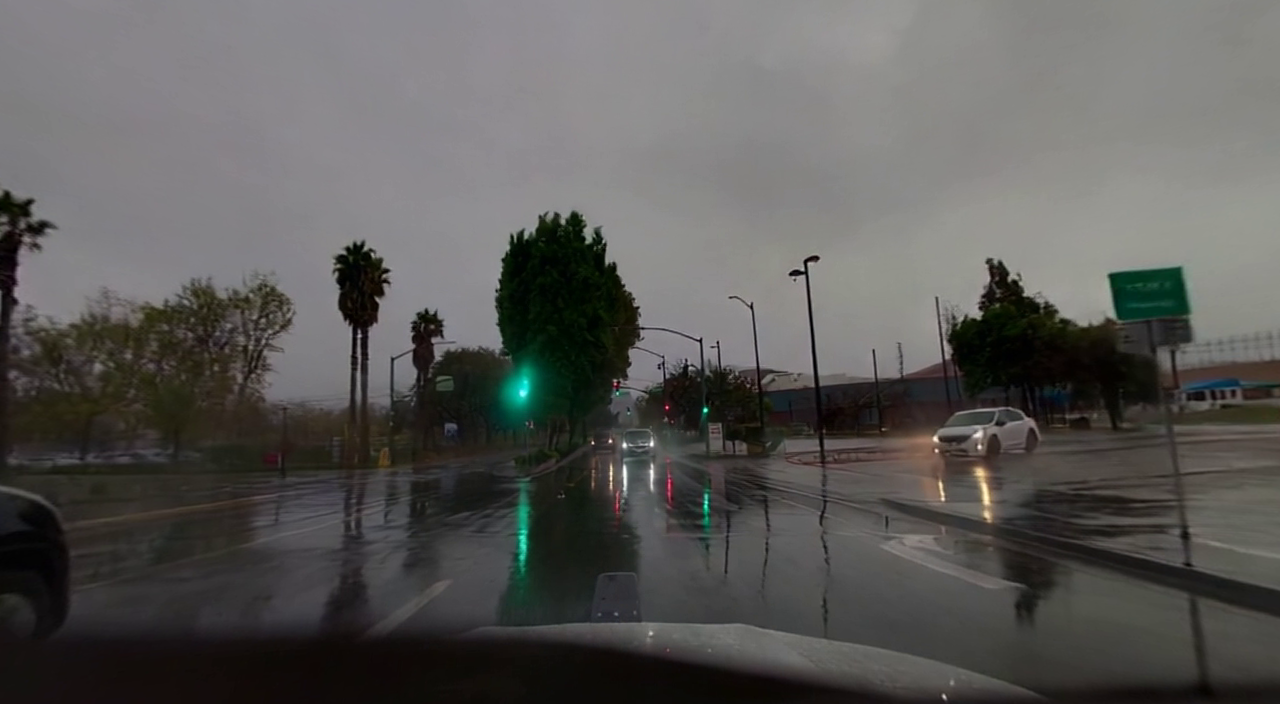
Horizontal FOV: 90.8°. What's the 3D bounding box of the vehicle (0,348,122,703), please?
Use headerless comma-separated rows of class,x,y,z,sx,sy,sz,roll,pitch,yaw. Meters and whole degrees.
vehicle,-3.820,0.613,1.176,2.062,1.728,4.246,0,-9,0

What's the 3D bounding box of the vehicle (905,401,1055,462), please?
vehicle,13.223,3.142,24.420,6.059,2.082,2.703,6,-11,-37
